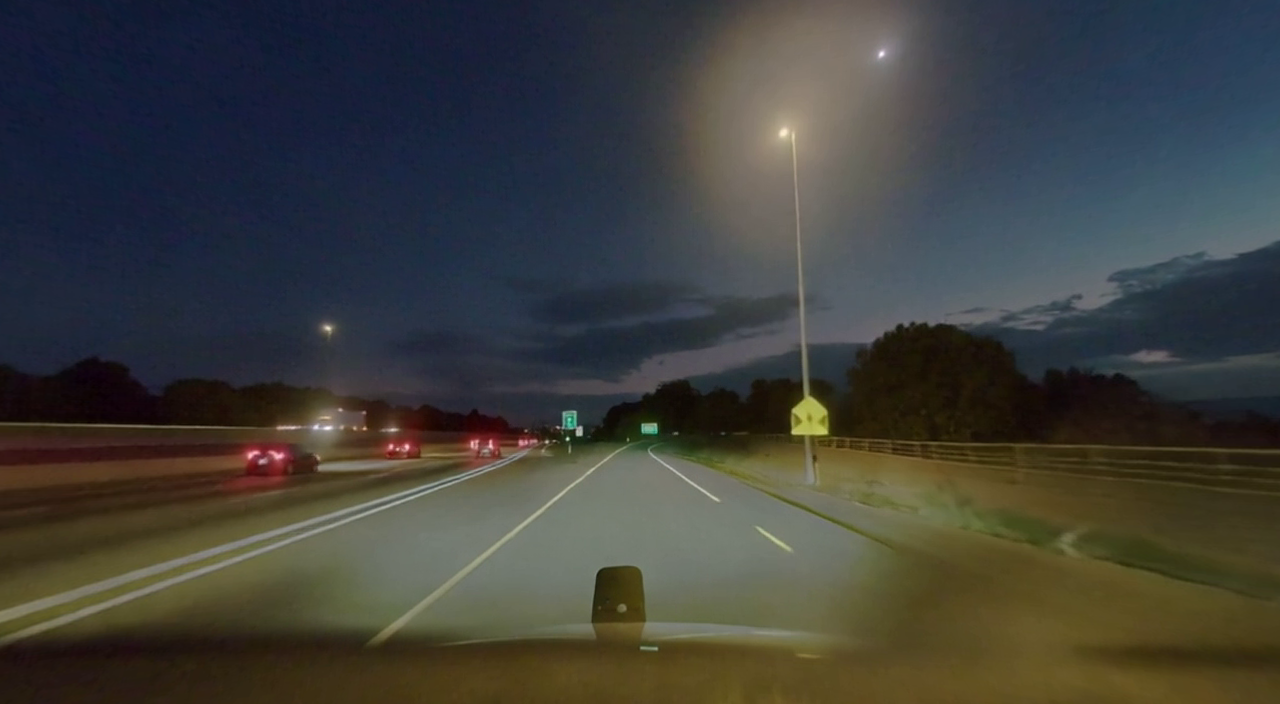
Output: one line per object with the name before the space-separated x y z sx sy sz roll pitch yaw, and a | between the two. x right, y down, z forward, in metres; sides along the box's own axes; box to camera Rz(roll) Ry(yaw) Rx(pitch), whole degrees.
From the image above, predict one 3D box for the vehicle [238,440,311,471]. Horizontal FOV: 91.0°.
vehicle | -21.532 6.122 37.321 2.093 1.735 4.285 1 -9 -6
